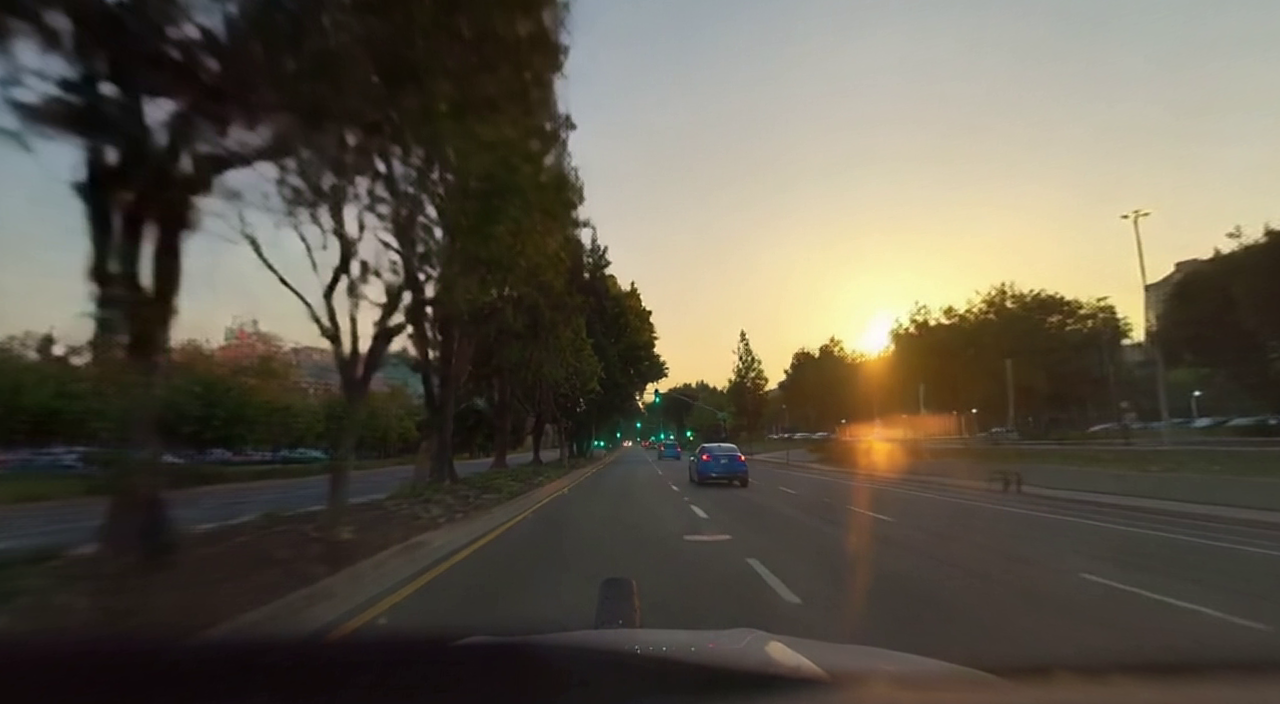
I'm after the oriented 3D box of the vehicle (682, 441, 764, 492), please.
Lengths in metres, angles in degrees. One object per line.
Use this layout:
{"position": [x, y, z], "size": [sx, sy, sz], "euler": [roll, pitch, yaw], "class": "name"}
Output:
{"position": [2.624, 3.738, 21.013], "size": [2.056, 1.483, 4.091], "euler": [0, -8, -1], "class": "vehicle"}
